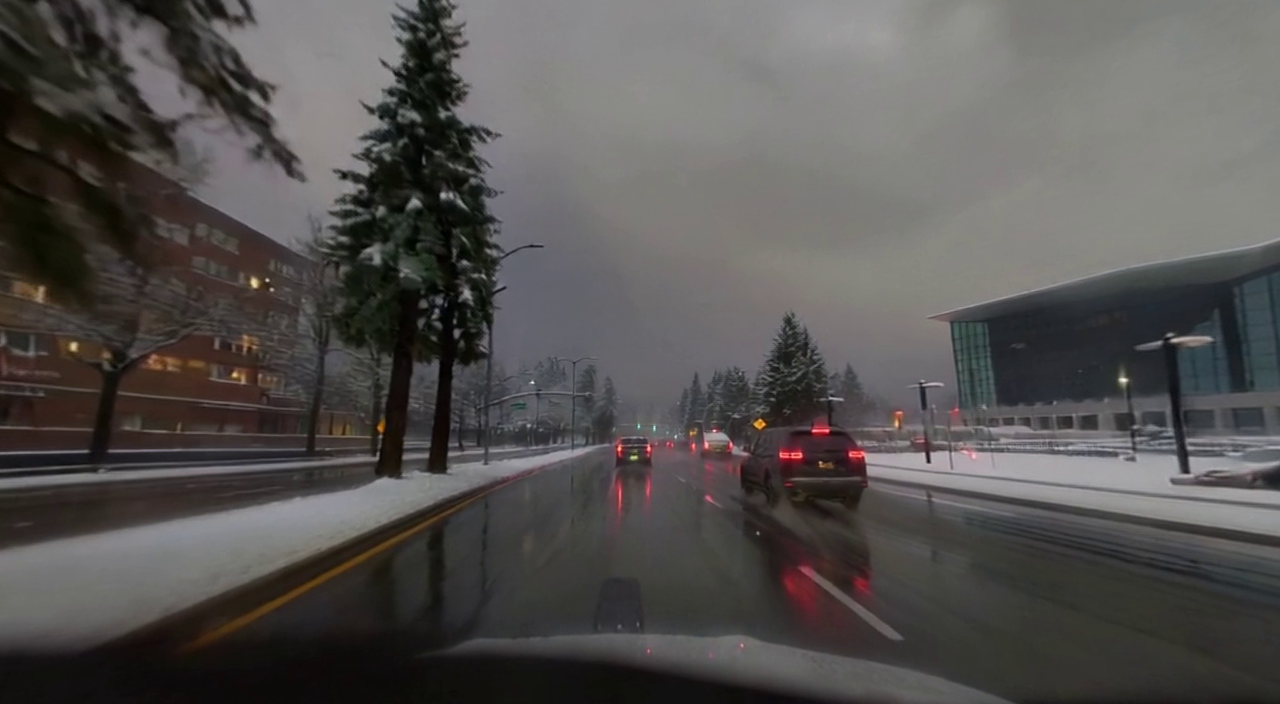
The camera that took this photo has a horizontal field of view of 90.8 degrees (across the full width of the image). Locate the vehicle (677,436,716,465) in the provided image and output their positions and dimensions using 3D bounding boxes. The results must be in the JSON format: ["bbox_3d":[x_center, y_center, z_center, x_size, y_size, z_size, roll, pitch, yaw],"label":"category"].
[{"bbox_3d":[3.506,6.205,39.778,1.976,1.725,4.159,0,-9,-1],"label":"vehicle"}]

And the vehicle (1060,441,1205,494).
[{"bbox_3d":[17.420,4.070,22.368,4.369,1.689,2.230,5,-11,-26],"label":"vehicle"}]

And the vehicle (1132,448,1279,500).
[{"bbox_3d":[17.468,3.706,19.524,3.922,1.444,1.834,4,-10,-25],"label":"vehicle"}]

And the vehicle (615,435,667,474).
[{"bbox_3d":[-0.005,4.493,27.777,2.145,1.572,4.021,0,-9,-1],"label":"vehicle"}]

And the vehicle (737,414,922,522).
[{"bbox_3d":[3.571,2.328,13.143,2.235,1.806,4.818,0,-9,-1],"label":"vehicle"}]
